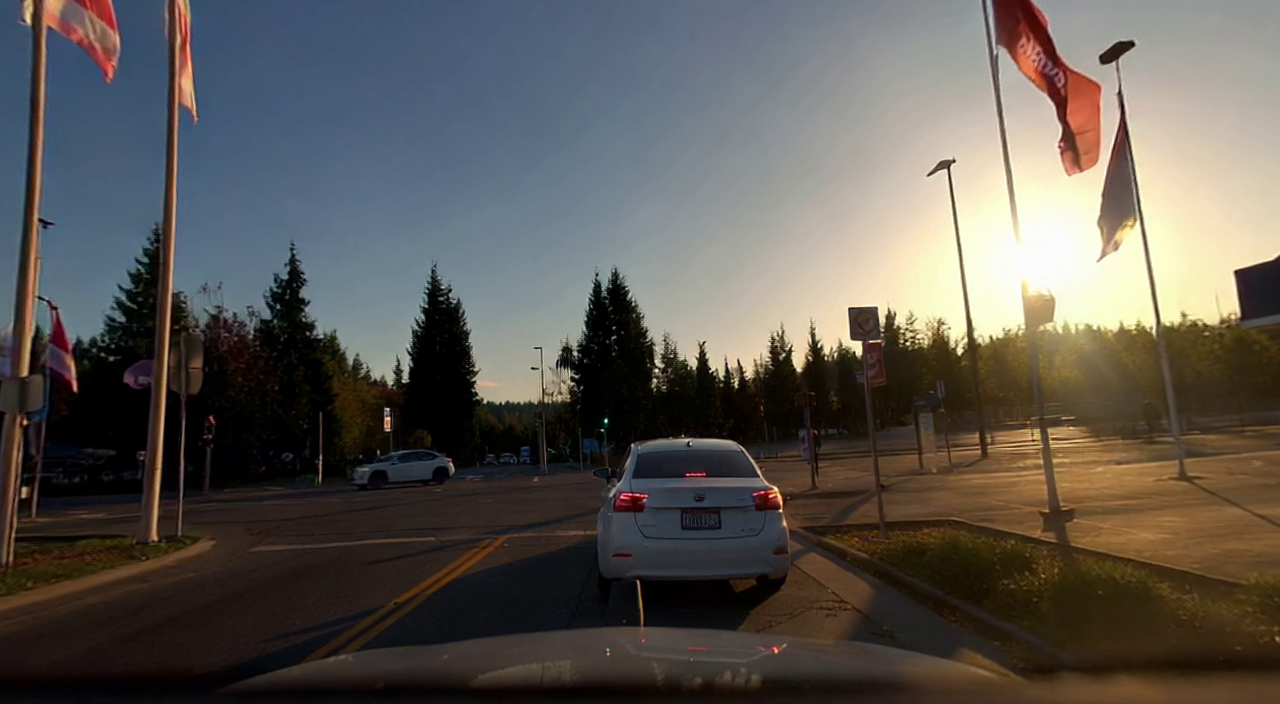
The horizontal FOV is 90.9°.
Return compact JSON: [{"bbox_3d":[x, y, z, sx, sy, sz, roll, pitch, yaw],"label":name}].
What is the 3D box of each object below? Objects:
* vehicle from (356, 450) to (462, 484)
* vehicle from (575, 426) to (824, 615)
[{"bbox_3d":[-10.777,5.417,29.671,4.278,1.475,1.804,0,-11,-5],"label":"vehicle"},{"bbox_3d":[0.382,1.622,6.904,1.985,1.463,3.647,0,-9,-3],"label":"vehicle"}]
